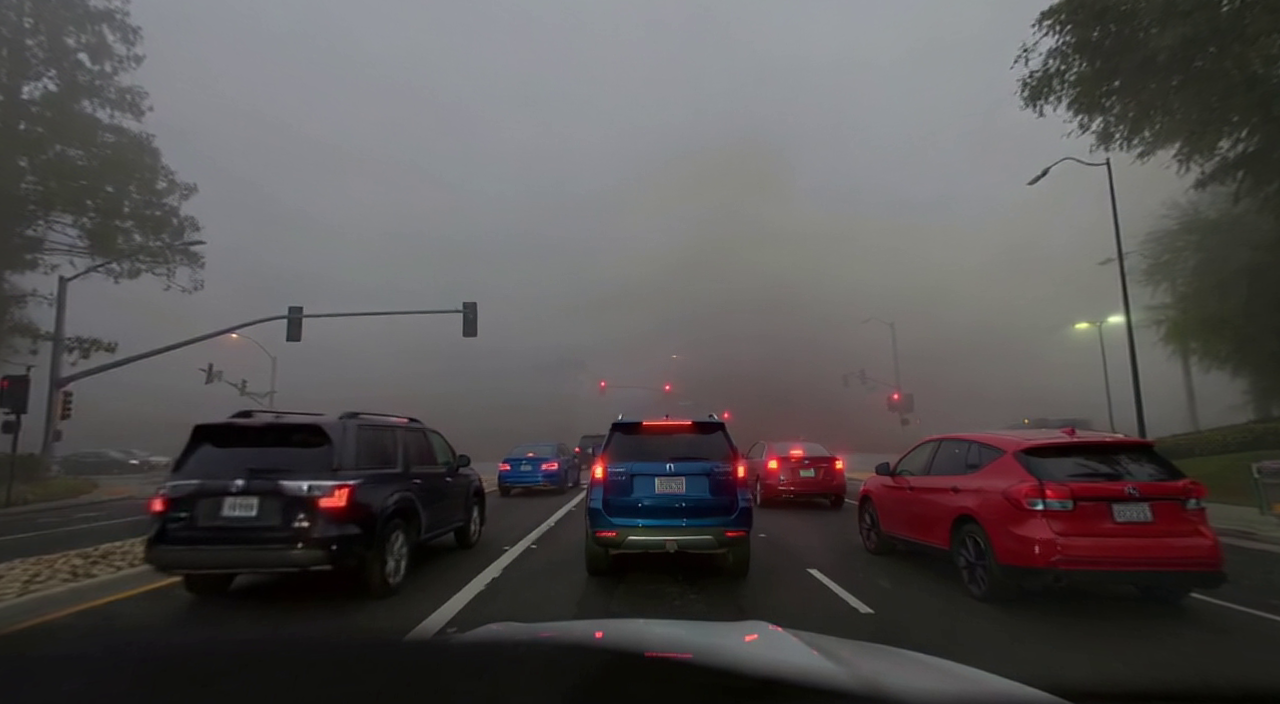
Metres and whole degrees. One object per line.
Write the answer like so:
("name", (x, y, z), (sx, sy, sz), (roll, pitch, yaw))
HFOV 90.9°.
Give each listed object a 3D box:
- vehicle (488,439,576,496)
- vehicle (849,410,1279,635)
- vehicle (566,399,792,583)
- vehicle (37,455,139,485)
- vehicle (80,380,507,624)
("vehicle", (-3.073, 3.379, 18.861), (1.876, 1.497, 4.308), (0, -8, 0))
("vehicle", (3.900, 1.513, 6.578), (1.954, 1.592, 3.992), (0, -8, -1))
("vehicle", (0.379, 1.666, 8.326), (2.172, 1.764, 4.338), (0, -8, 0))
("vehicle", (-31.974, 6.812, 36.571), (4.395, 1.636, 1.926), (-1, -9, 8))
("vehicle", (-3.120, 1.485, 7.253), (2.054, 1.814, 4.941), (0, -8, 0))
